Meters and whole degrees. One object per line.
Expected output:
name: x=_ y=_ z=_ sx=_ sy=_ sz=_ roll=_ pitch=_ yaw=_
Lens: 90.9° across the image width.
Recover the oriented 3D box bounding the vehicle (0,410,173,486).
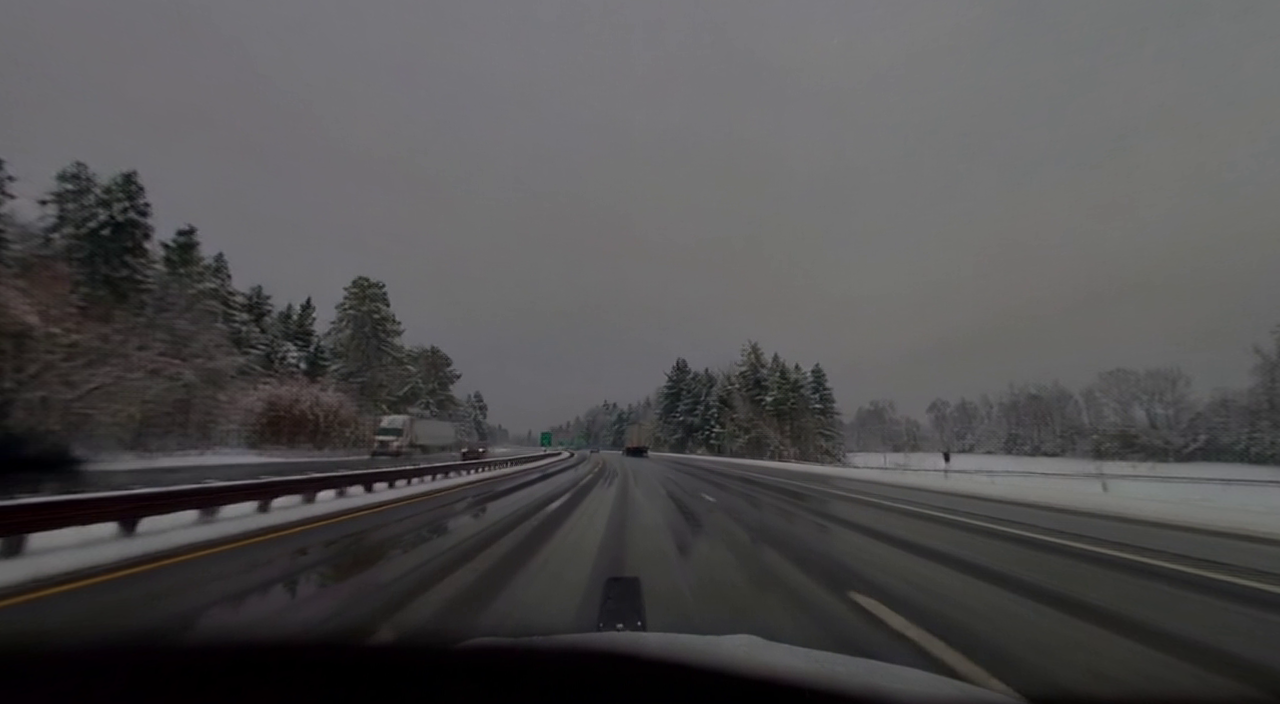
vehicle: x=-16.382 y=2.734 z=17.964 sx=2.224 sy=1.830 sz=5.147 roll=0 pitch=-9 yaw=-1
